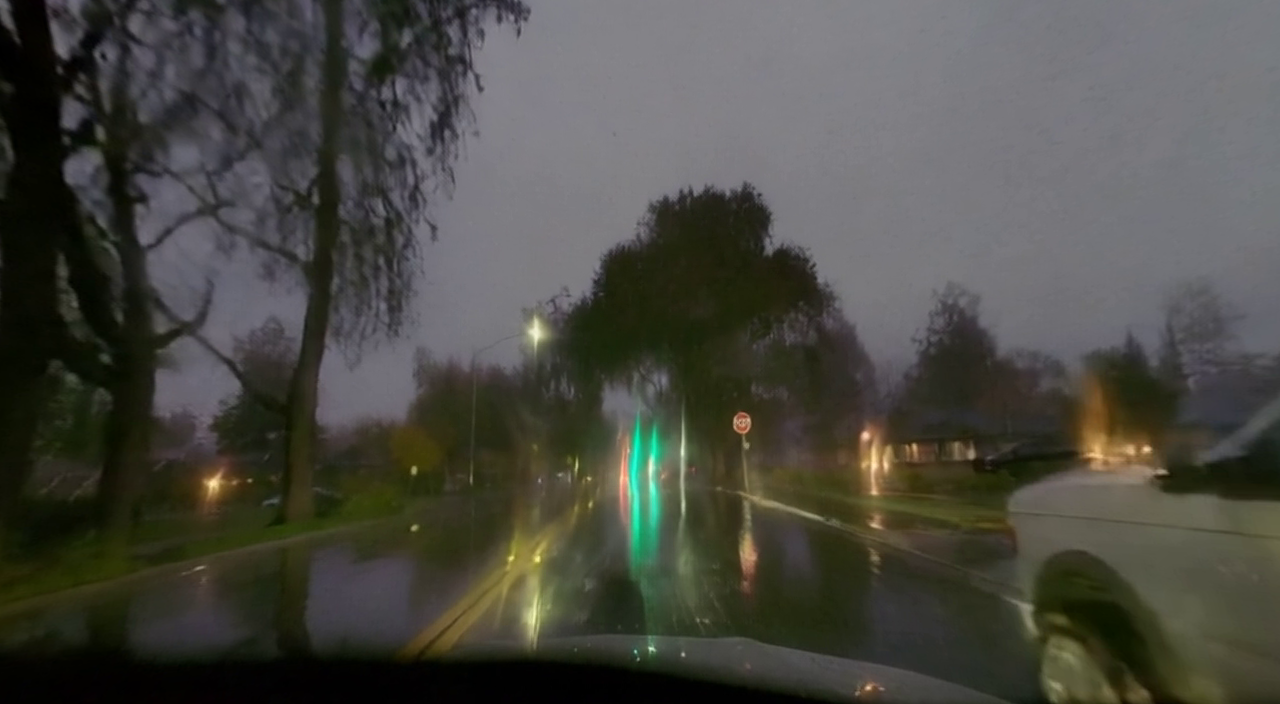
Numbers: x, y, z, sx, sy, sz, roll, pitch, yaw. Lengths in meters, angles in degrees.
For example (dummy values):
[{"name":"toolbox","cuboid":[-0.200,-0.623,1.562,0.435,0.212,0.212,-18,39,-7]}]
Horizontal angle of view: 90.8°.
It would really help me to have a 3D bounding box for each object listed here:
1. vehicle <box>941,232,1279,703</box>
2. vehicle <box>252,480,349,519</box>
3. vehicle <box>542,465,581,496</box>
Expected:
[{"name":"vehicle","cuboid":[2.672,0.551,1.067,2.109,1.875,4.488,-1,-9,1]},{"name":"vehicle","cuboid":[-18.523,8.039,34.555,4.274,1.626,2.093,-7,-10,10]},{"name":"vehicle","cuboid":[-5.999,9.862,48.855,2.149,1.823,4.613,-6,-7,1]}]
